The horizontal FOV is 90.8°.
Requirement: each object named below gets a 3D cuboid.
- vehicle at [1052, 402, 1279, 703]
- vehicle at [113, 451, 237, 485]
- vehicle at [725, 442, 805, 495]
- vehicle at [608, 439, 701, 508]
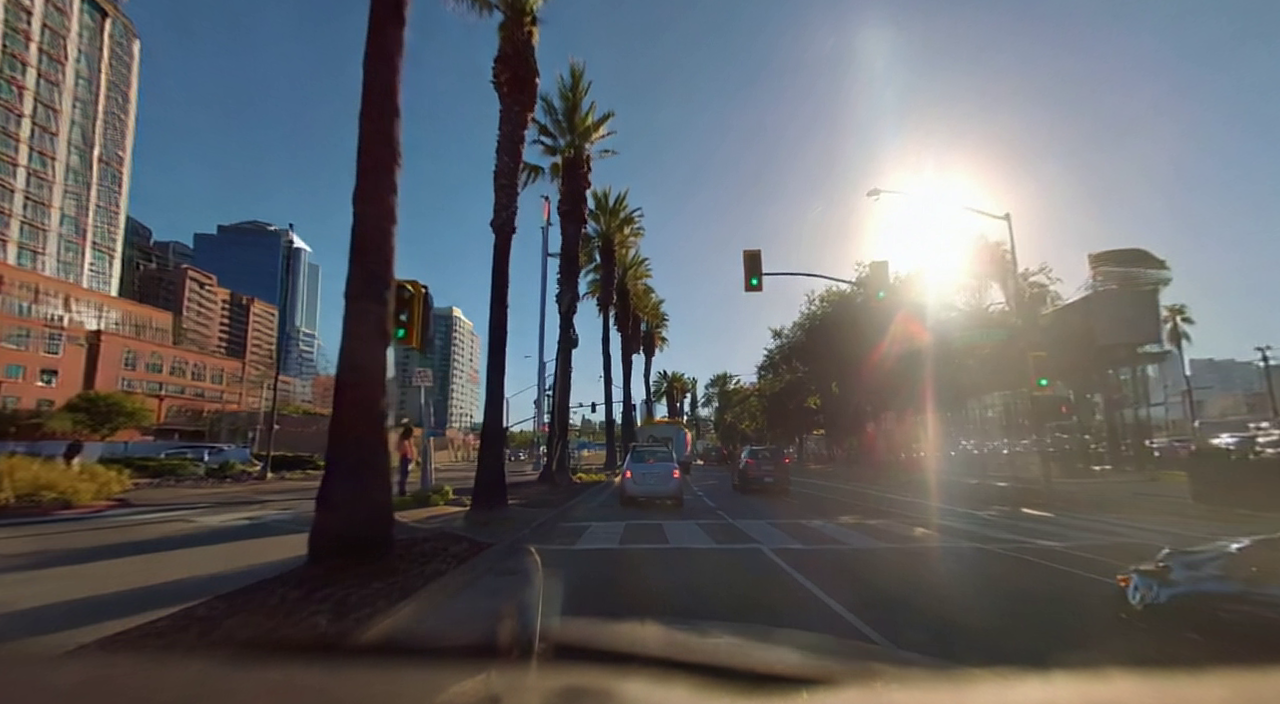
[{"bbox_3d":[3.557,0.834,1.734,1.920,1.490,4.417,0,-8,1],"label":"vehicle"},{"bbox_3d":[-22.154,5.512,30.371,1.809,1.472,4.601,-2,-9,13],"label":"vehicle"},{"bbox_3d":[3.883,3.661,20.229,1.909,1.500,3.524,0,-8,1],"label":"vehicle"},{"bbox_3d":[0.384,2.973,15.869,2.048,1.503,3.681,0,-8,2],"label":"vehicle"}]
